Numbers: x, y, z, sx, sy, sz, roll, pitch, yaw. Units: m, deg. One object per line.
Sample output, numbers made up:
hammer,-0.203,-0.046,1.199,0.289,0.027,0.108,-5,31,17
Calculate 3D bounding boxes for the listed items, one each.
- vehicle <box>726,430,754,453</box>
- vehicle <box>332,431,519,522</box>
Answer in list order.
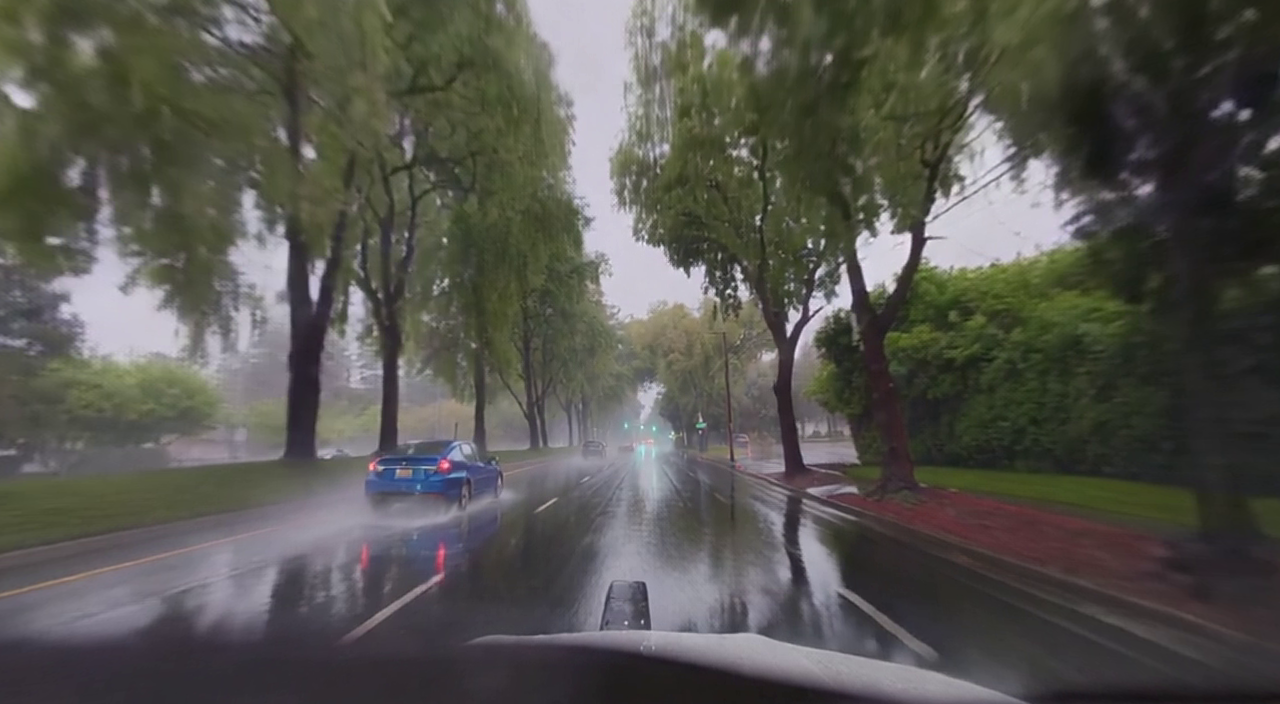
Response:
vehicle,7.582,6.808,47.929,1.594,1.688,2.861,-2,-8,1
vehicle,-3.902,2.337,12.444,2.033,1.454,4.512,0,-8,1
